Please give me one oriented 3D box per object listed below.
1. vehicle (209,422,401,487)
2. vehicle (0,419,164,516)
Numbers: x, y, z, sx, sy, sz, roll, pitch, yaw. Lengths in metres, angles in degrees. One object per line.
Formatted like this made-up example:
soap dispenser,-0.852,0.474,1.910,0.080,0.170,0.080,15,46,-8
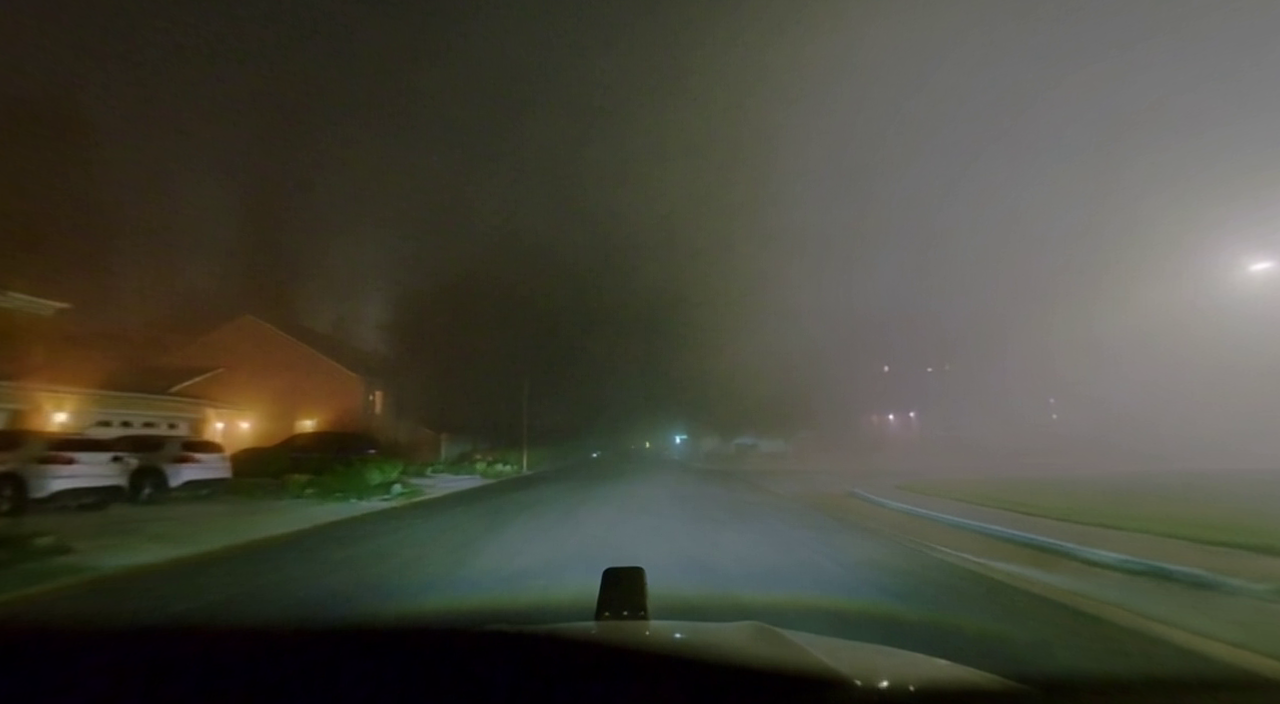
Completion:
vehicle,-12.967,4.028,24.822,5.946,2.048,2.595,4,-9,-3
vehicle,-13.529,2.433,13.482,4.796,1.864,2.328,-1,-9,2
